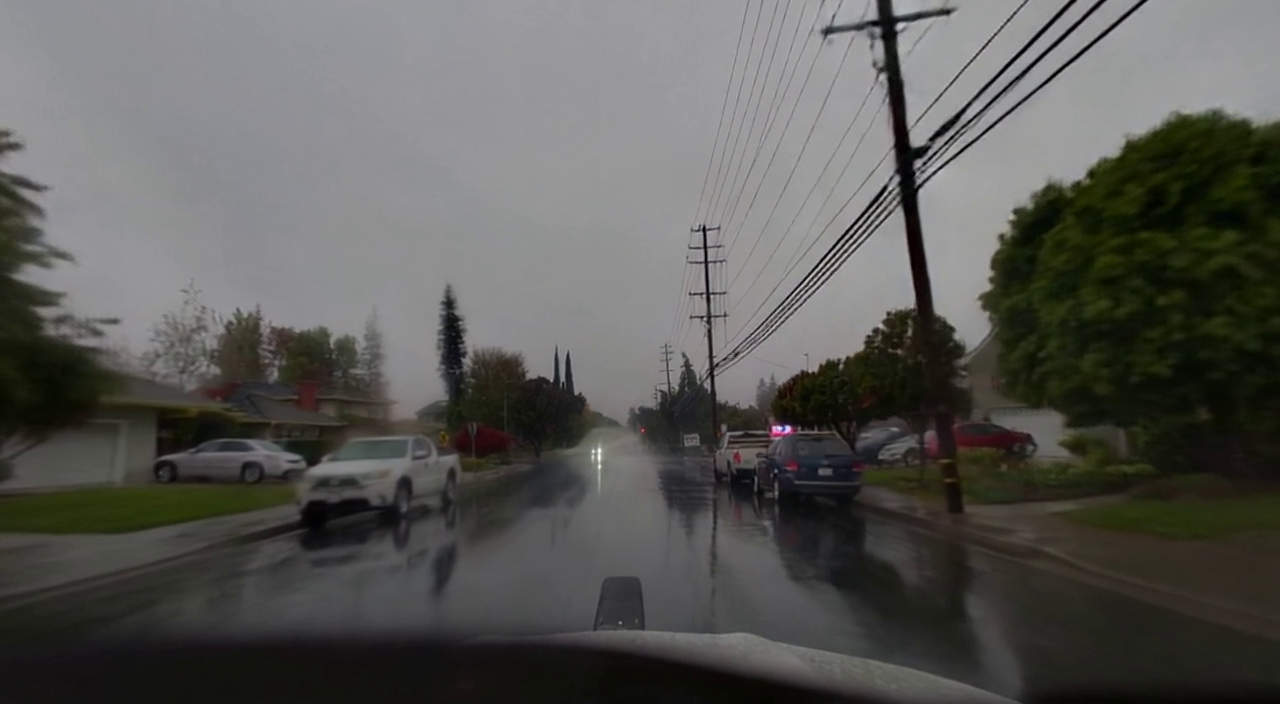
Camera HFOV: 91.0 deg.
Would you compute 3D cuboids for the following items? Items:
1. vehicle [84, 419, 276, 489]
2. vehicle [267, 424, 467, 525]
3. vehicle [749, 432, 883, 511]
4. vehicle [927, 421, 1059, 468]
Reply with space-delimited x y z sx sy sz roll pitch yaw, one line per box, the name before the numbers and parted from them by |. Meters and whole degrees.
vehicle | -18.027 4.018 25.009 5.548 2.609 2.235 1 -9 -8
vehicle | -6.040 2.770 14.983 2.322 1.913 5.582 0 -8 -1
vehicle | 3.880 2.693 14.652 1.848 1.550 4.054 0 -8 -1
vehicle | 15.370 4.050 27.633 4.514 1.921 2.038 -1 -8 2
